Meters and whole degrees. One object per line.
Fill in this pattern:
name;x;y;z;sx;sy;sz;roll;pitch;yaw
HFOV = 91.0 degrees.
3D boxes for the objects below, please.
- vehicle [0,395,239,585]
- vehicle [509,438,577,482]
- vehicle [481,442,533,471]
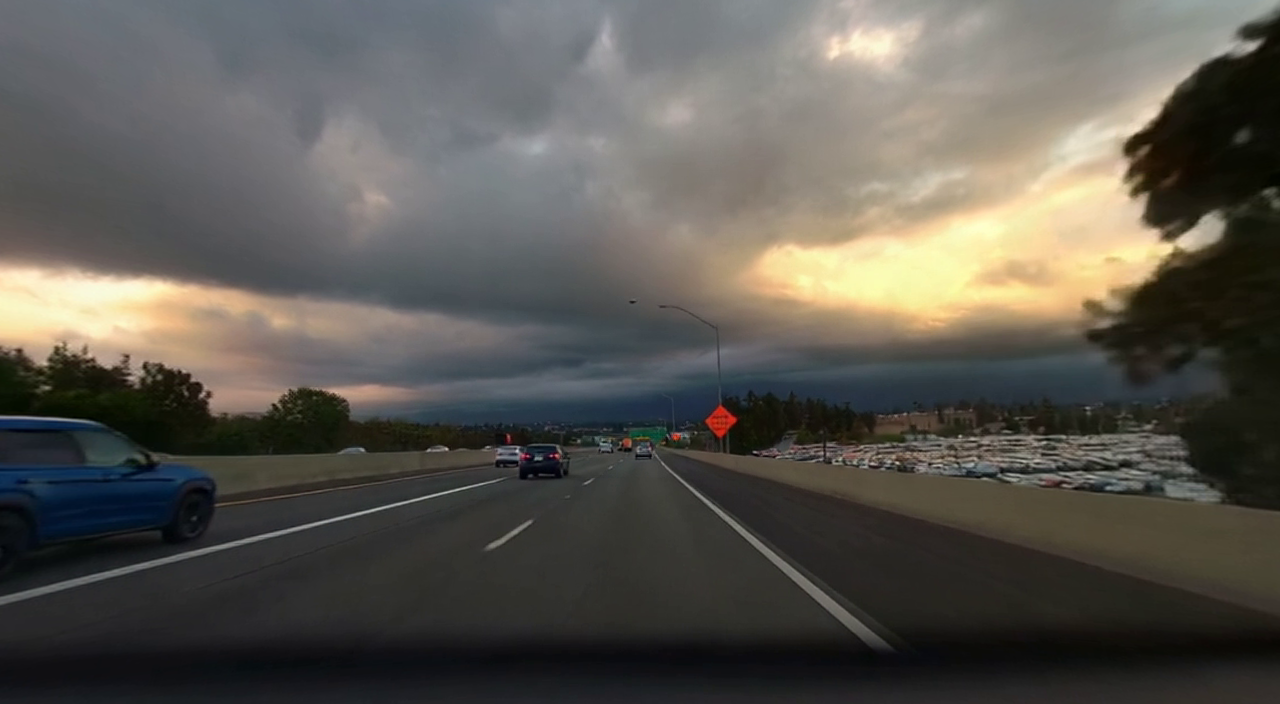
vehicle;-7.225;1.429;6.806;2.159;1.807;5.422;0;-8;1
vehicle;-3.953;4.476;26.333;2.070;1.665;4.213;0;-8;1
vehicle;-7.527;5.985;36.178;1.991;1.538;4.360;0;-8;1
